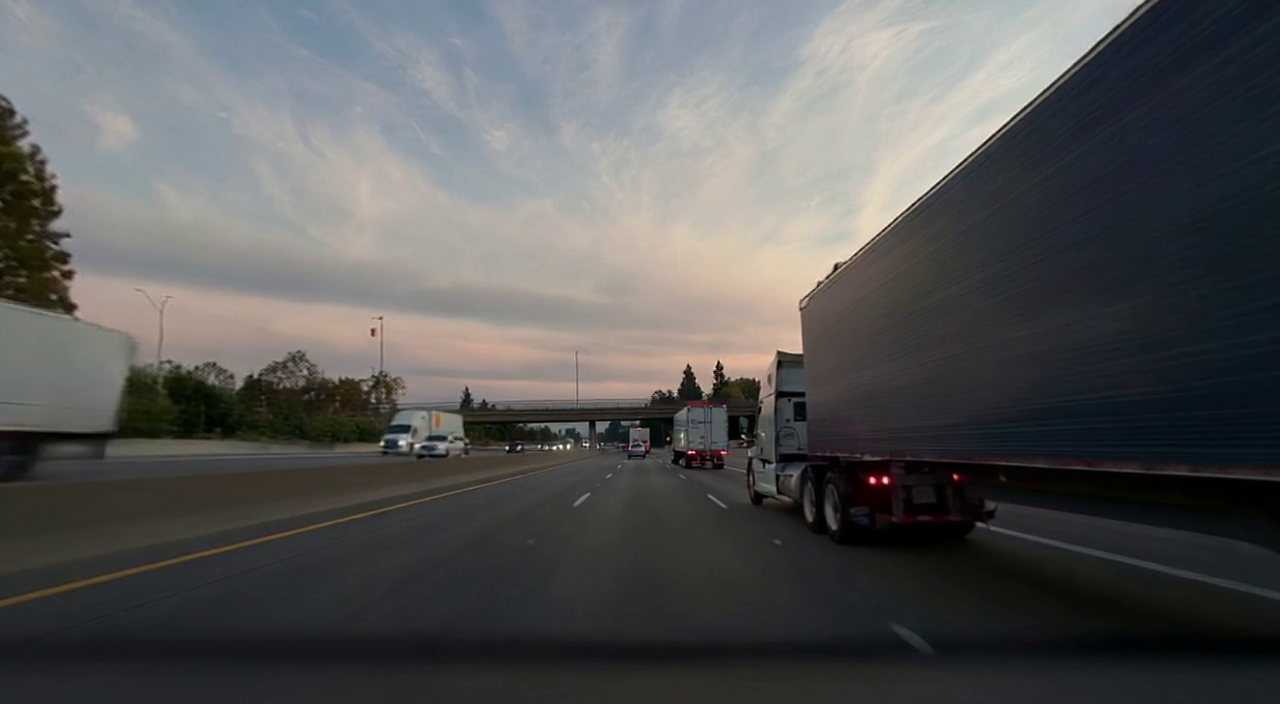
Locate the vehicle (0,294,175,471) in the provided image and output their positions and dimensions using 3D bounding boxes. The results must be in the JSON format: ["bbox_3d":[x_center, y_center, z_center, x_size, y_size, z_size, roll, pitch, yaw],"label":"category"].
[{"bbox_3d":[-15.849,0.357,11.984,2.918,3.945,14.545,0,-9,0],"label":"vehicle"}]

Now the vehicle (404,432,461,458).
[{"bbox_3d":[-12.457,5.631,38.161,1.919,1.497,4.531,0,-9,0],"label":"vehicle"}]

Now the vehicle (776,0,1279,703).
[{"bbox_3d":[4.025,0.008,4.629,2.922,3.987,14.038,0,-9,0],"label":"vehicle"}]

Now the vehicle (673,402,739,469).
[{"bbox_3d":[4.272,6.023,44.598,2.881,3.995,14.382,0,-9,-1],"label":"vehicle"}]
